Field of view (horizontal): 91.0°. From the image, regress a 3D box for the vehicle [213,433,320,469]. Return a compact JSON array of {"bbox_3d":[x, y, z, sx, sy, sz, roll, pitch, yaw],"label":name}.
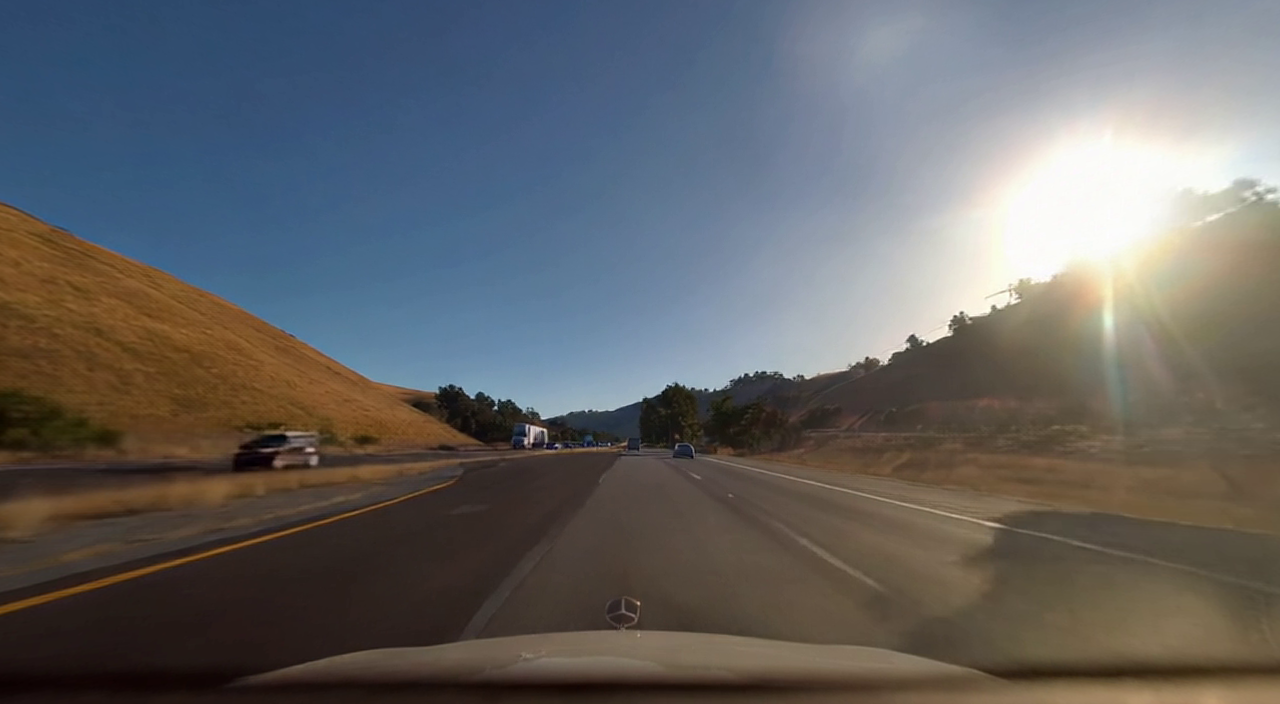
[{"bbox_3d":[-16.737,4.476,28.524,1.924,1.479,4.684,0,-8,0],"label":"vehicle"}]
